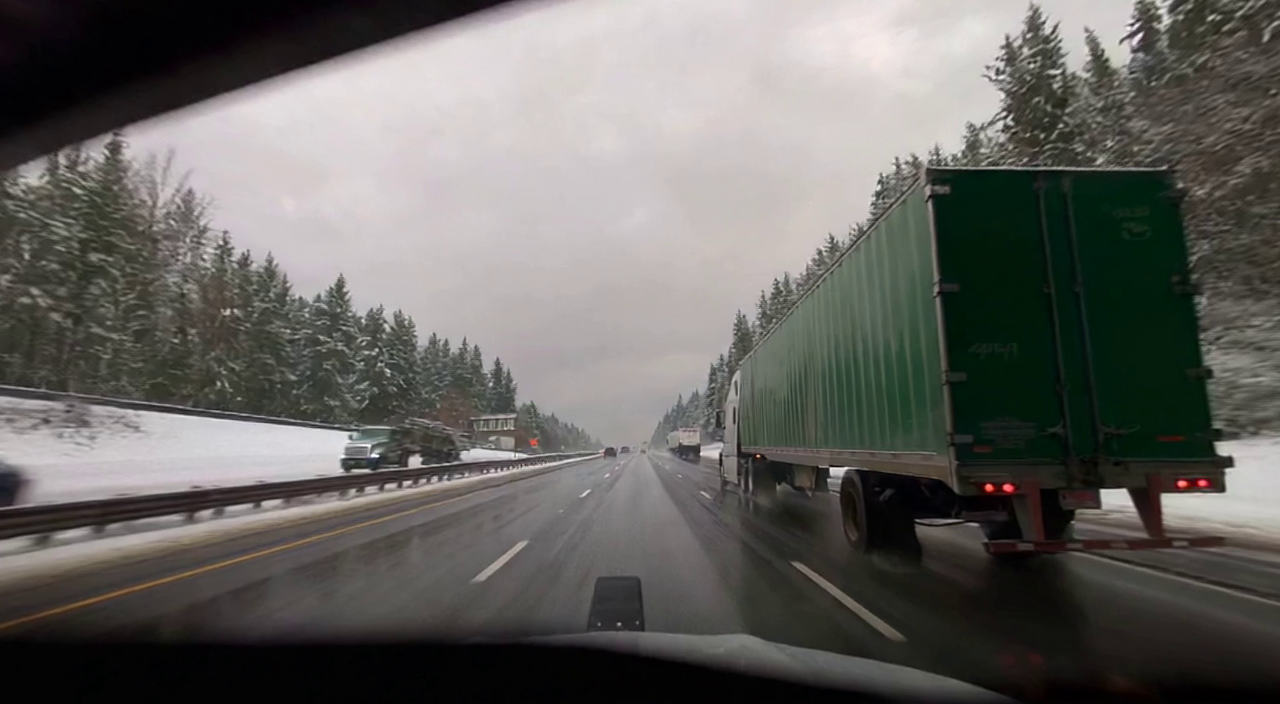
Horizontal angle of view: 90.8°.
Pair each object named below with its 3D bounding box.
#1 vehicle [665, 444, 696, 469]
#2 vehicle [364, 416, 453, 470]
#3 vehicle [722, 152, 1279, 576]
[{"bbox_3d":[2.787,7.294,44.232,2.019,1.601,3.953,-1,-9,2],"label":"vehicle"},{"bbox_3d":[-15.629,6.306,43.441,3.020,3.309,8.280,0,-9,0],"label":"vehicle"},{"bbox_3d":[4.690,1.307,14.930,3.115,4.407,17.026,0,-9,0],"label":"vehicle"}]
